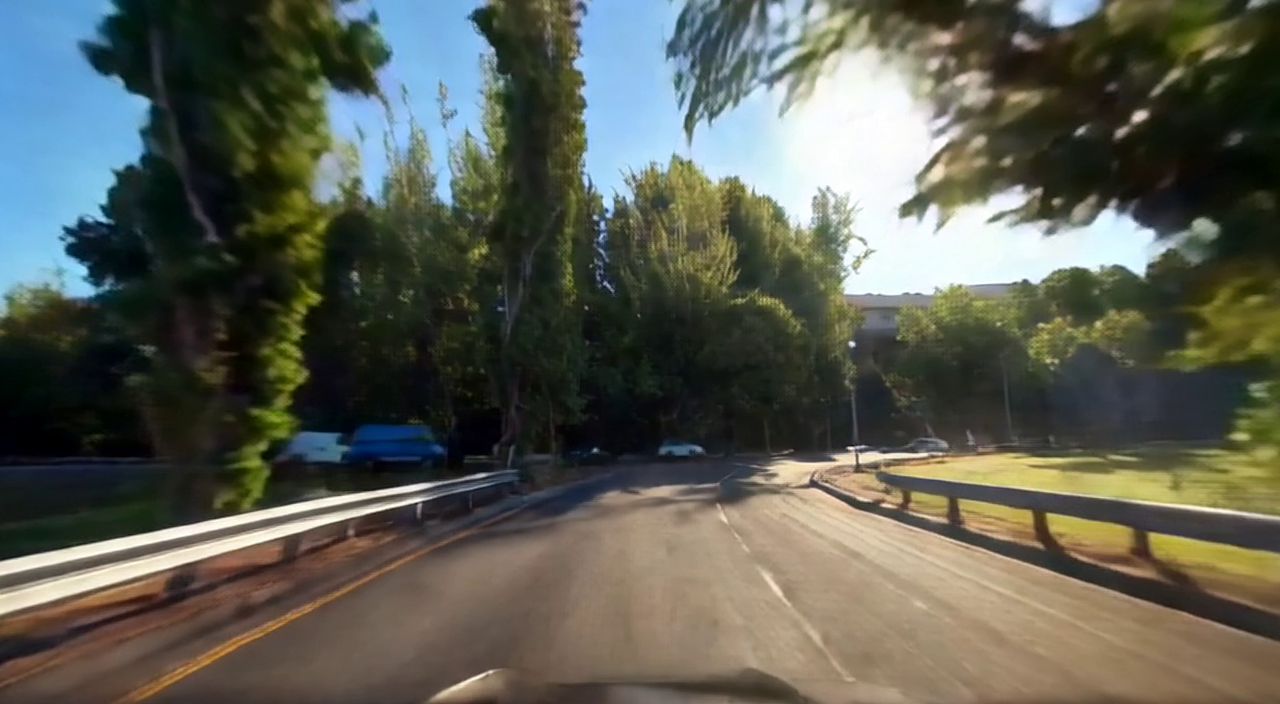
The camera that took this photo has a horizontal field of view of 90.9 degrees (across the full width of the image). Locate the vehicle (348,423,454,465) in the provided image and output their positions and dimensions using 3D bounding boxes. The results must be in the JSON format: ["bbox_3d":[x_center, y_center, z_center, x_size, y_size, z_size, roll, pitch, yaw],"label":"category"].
[{"bbox_3d":[-17.847,6.880,47.355,7.155,2.942,2.420,3,-8,-21],"label":"vehicle"}]

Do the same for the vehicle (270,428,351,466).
[{"bbox_3d":[-23.567,6.817,45.312,4.784,2.535,2.203,2,-9,-20],"label":"vehicle"}]
